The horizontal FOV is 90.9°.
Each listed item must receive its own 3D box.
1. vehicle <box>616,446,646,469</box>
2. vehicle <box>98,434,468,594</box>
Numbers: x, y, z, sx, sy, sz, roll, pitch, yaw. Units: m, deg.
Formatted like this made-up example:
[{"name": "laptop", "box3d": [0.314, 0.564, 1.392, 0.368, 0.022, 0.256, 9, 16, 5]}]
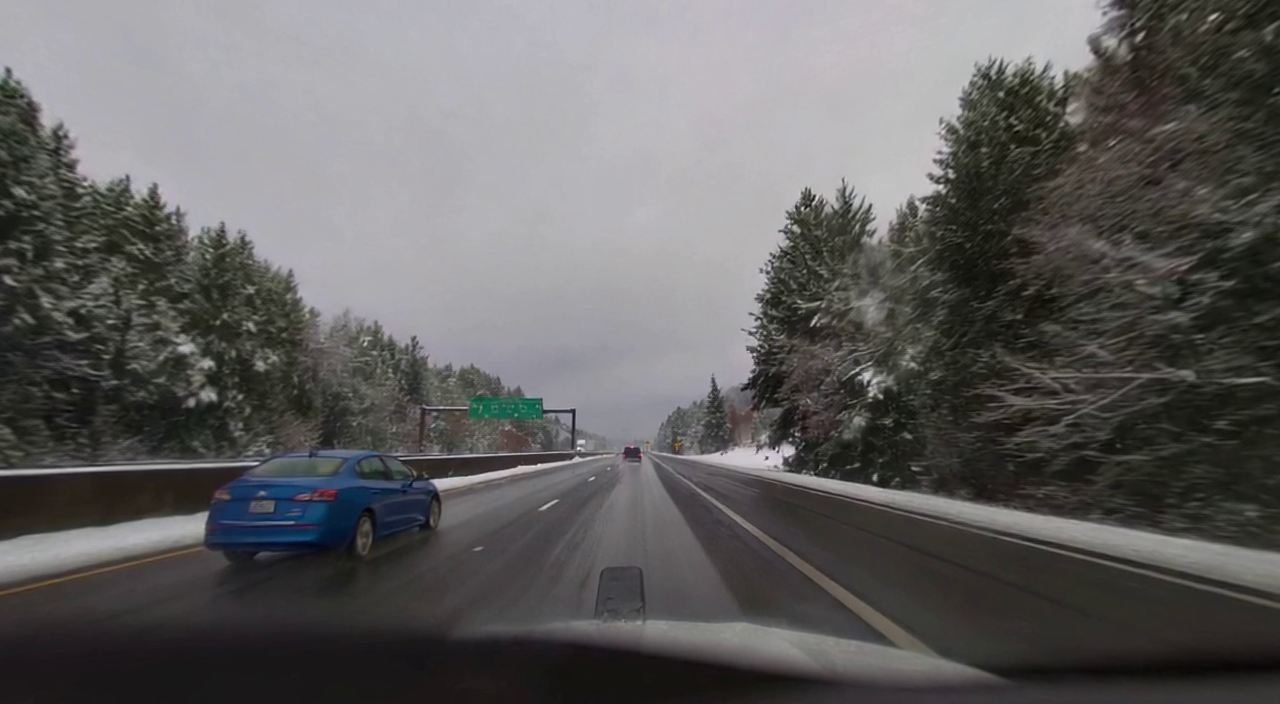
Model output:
[{"name": "vehicle", "box3d": [-0.632, 7.539, 45.253, 2.011, 1.590, 3.607, 0, -9, 0]}, {"name": "vehicle", "box3d": [-3.994, 1.876, 8.283, 2.157, 1.483, 4.601, 0, -9, 0]}]
